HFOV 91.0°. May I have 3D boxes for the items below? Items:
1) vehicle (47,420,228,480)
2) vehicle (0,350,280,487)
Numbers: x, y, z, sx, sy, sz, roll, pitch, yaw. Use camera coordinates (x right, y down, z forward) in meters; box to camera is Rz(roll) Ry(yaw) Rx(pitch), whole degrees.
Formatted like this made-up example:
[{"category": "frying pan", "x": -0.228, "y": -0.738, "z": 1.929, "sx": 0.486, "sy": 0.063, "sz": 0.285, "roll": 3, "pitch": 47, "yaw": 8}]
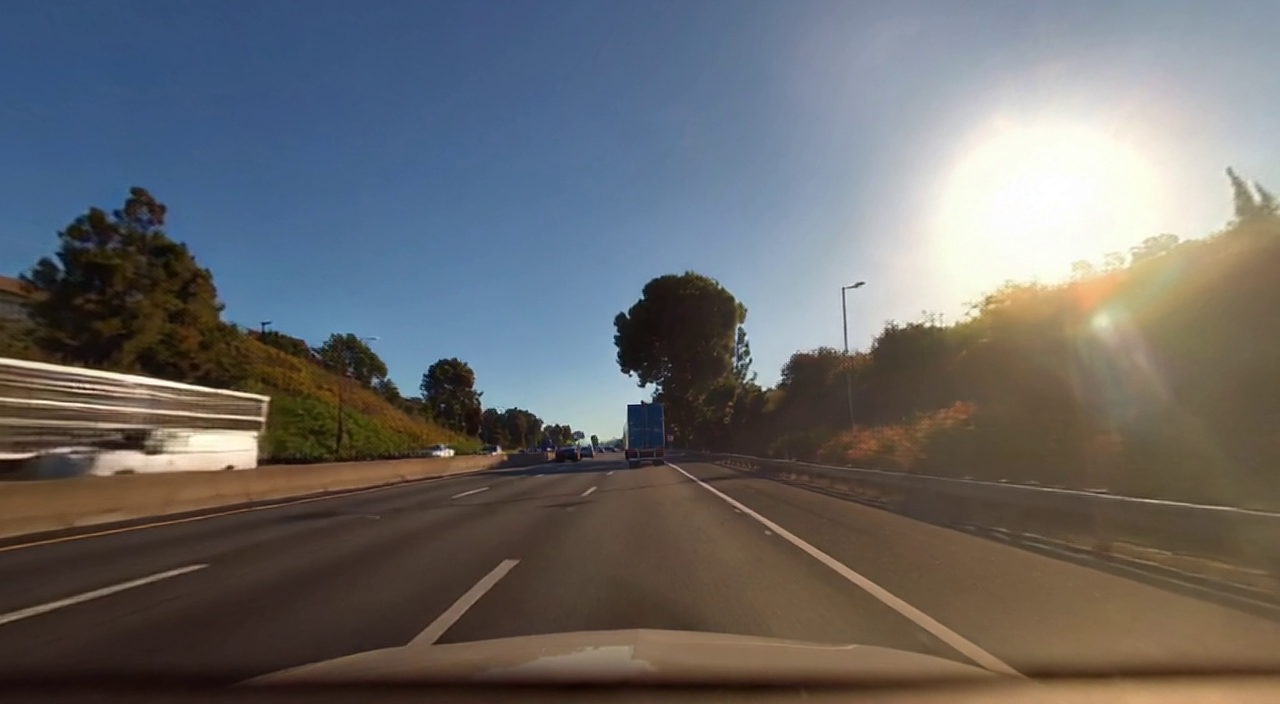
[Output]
[{"category": "vehicle", "x": -16.281, "y": 3.229, "z": 20.830, "sx": 2.006, "sy": 1.734, "sz": 4.746, "roll": 0, "pitch": -9, "yaw": 0}, {"category": "vehicle", "x": -20.861, "y": 3.008, "z": 25.724, "sx": 2.952, "sy": 4.104, "sz": 15.731, "roll": 0, "pitch": -9, "yaw": 0}]
